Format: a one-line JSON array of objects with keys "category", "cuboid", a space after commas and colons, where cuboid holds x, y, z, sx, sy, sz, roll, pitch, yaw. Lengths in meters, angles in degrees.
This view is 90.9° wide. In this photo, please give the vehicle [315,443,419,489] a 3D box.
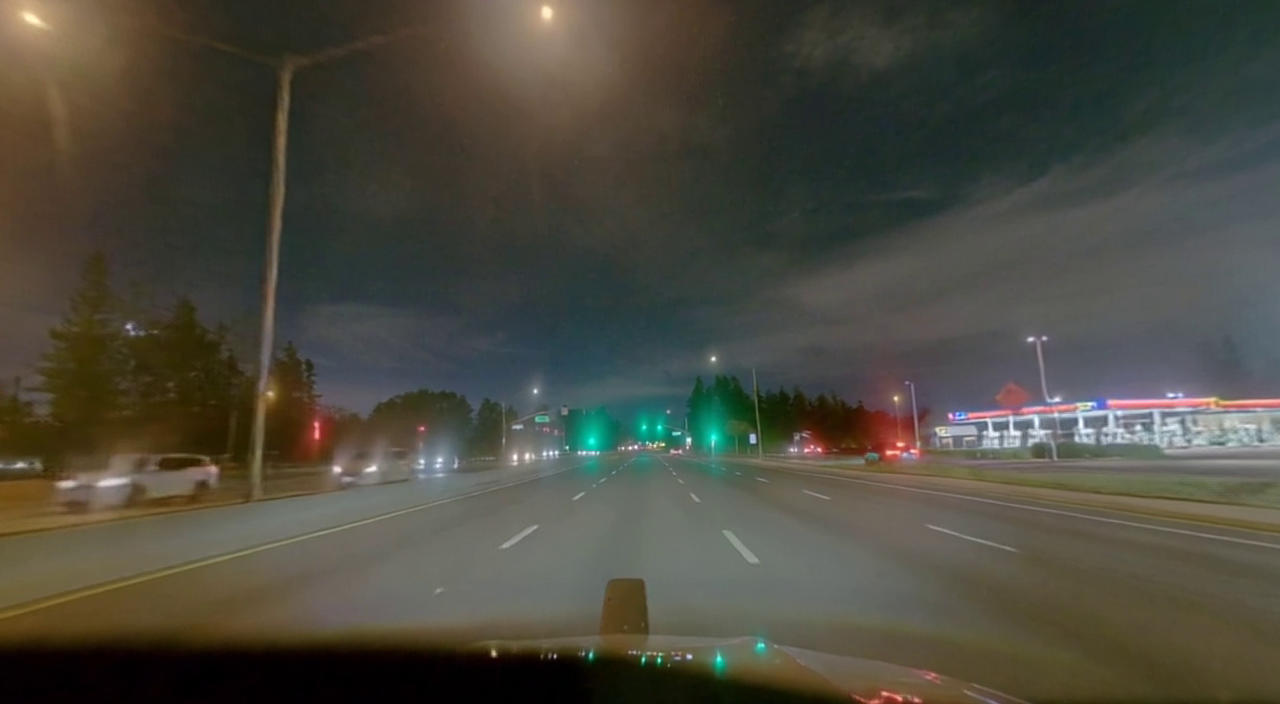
[{"category": "vehicle", "cuboid": [-10.352, 4.324, 24.322, 2.059, 1.621, 4.269, 0, -8, 1]}]

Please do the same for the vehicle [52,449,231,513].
[{"category": "vehicle", "cuboid": [-13.319, 3.420, 17.191, 1.722, 1.510, 3.779, 0, -8, 1]}]

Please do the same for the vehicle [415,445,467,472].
[{"category": "vehicle", "cuboid": [-13.479, 7.231, 42.988, 2.078, 1.684, 4.505, 0, -8, 1]}]
